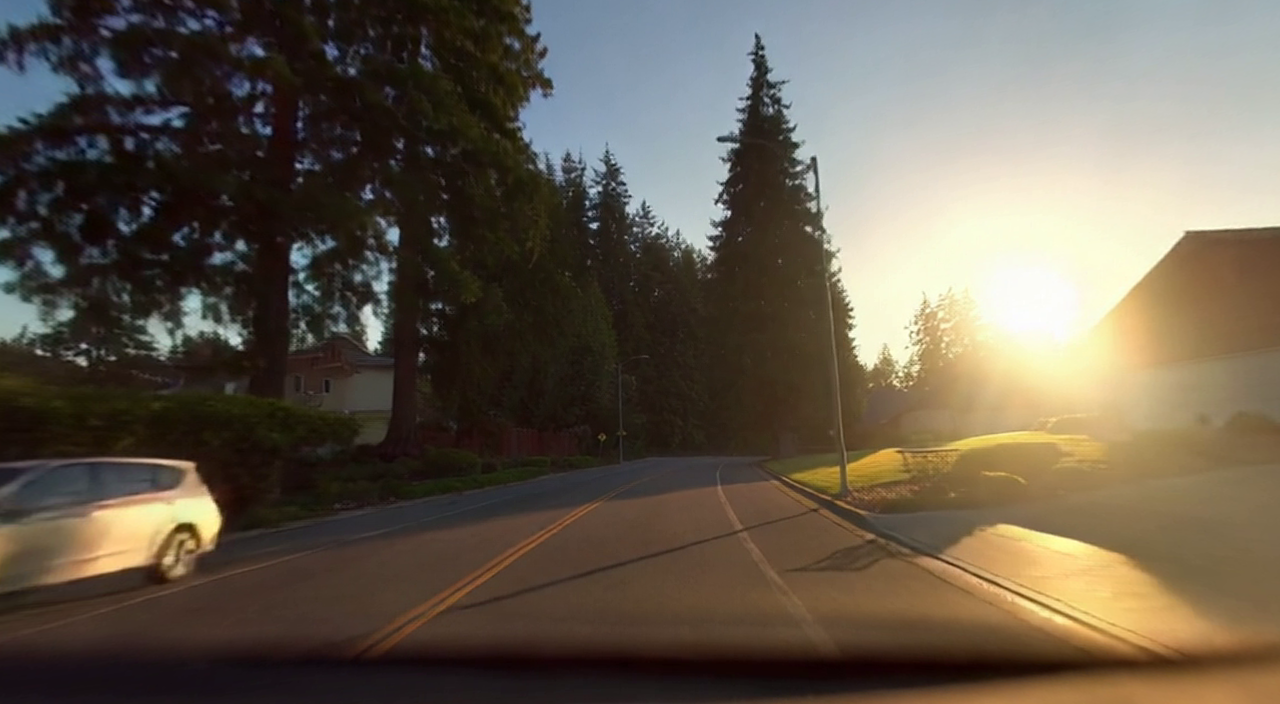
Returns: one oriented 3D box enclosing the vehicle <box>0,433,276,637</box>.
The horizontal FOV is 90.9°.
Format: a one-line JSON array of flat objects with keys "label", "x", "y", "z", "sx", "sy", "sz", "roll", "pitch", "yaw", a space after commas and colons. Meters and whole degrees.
[{"label": "vehicle", "x": -6.112, "y": 1.655, "z": 6.219, "sx": 2.002, "sy": 1.601, "sz": 5.012, "roll": -2, "pitch": -7, "yaw": 1}]
